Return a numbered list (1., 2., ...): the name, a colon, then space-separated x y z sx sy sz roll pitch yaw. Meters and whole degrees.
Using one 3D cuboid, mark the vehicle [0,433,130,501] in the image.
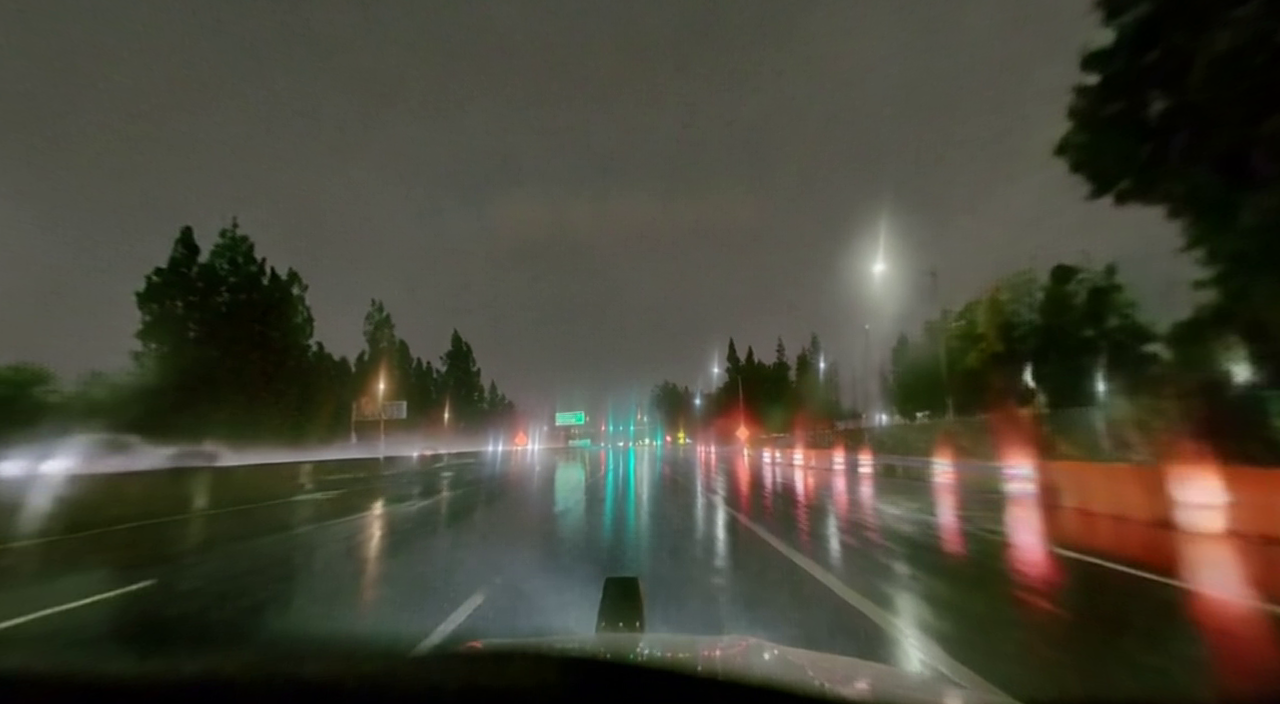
1. vehicle: -17.974 3.290 18.372 2.129 1.773 4.963 0 -9 -2
